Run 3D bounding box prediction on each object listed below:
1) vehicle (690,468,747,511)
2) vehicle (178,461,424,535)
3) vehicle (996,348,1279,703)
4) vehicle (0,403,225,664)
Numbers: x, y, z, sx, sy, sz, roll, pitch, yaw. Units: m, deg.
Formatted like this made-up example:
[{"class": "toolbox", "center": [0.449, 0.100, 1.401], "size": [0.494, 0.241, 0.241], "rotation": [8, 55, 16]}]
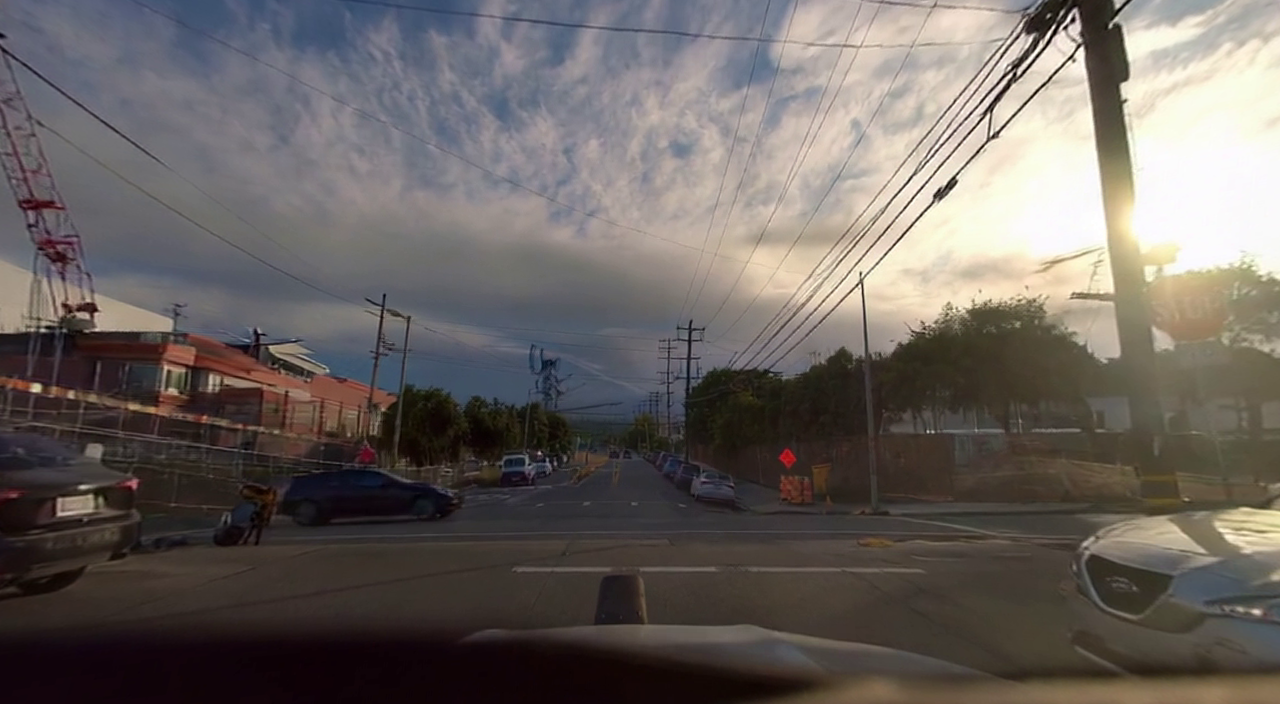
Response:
[{"class": "vehicle", "center": [3.786, 6.674, 31.068], "size": [2.007, 1.804, 4.136], "rotation": [0, -9, -4]}, {"class": "vehicle", "center": [-7.608, 3.298, 14.585], "size": [4.549, 1.497, 1.887], "rotation": [0, -8, -3]}, {"class": "vehicle", "center": [4.483, 0.964, 2.945], "size": [4.416, 1.750, 2.011], "rotation": [0, -9, -4]}, {"class": "vehicle", "center": [-6.616, 1.166, 4.987], "size": [5.025, 1.648, 2.055], "rotation": [5, -12, -2]}]
